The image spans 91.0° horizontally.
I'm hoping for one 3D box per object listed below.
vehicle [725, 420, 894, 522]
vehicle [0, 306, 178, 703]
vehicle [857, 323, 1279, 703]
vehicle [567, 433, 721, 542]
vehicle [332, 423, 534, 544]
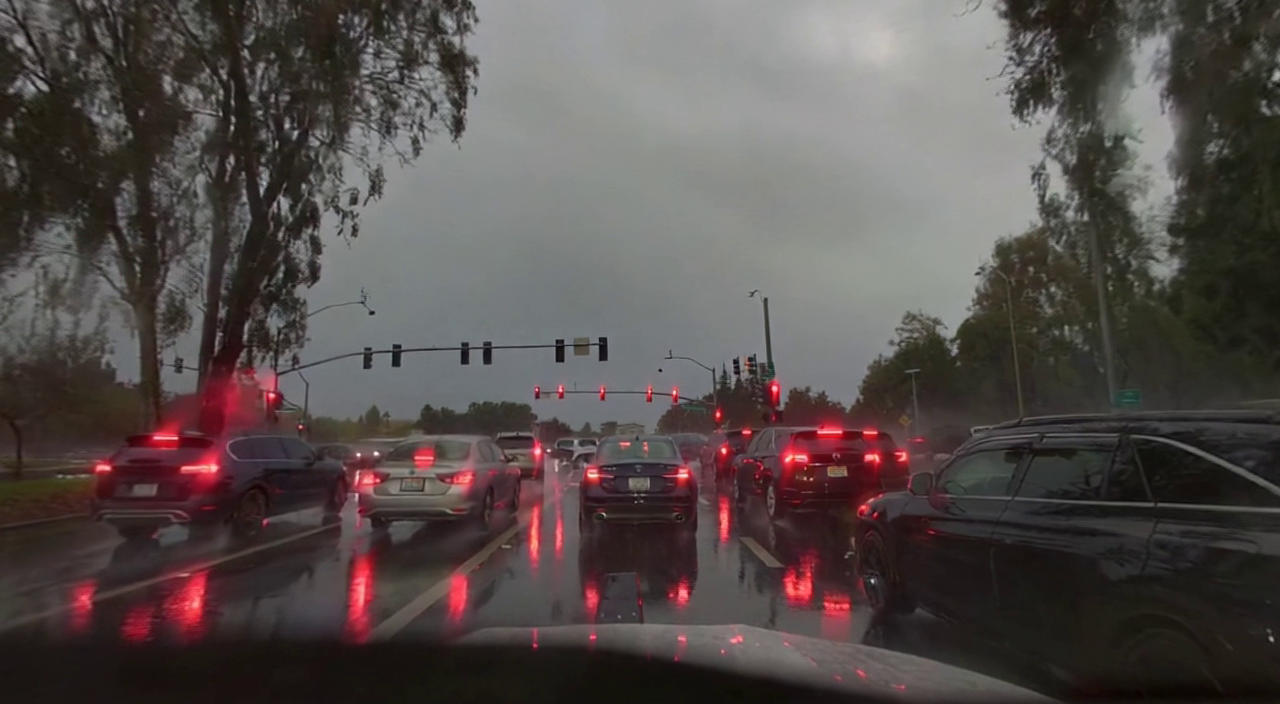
[{"bbox_3d":[3.074,2.260,12.473,2.106,1.667,4.101,0,-8,-1],"label":"vehicle"},{"bbox_3d":[-3.202,0.494,0.594,2.079,1.756,4.676,0,-8,-2],"label":"vehicle"},{"bbox_3d":[3.148,0.997,3.747,2.074,1.685,4.387,0,-8,-1],"label":"vehicle"},{"bbox_3d":[-0.004,2.105,10.419,2.076,1.438,3.770,0,-8,-2],"label":"vehicle"},{"bbox_3d":[-3.069,2.033,10.431,1.896,1.546,4.378,0,-8,-1],"label":"vehicle"}]
